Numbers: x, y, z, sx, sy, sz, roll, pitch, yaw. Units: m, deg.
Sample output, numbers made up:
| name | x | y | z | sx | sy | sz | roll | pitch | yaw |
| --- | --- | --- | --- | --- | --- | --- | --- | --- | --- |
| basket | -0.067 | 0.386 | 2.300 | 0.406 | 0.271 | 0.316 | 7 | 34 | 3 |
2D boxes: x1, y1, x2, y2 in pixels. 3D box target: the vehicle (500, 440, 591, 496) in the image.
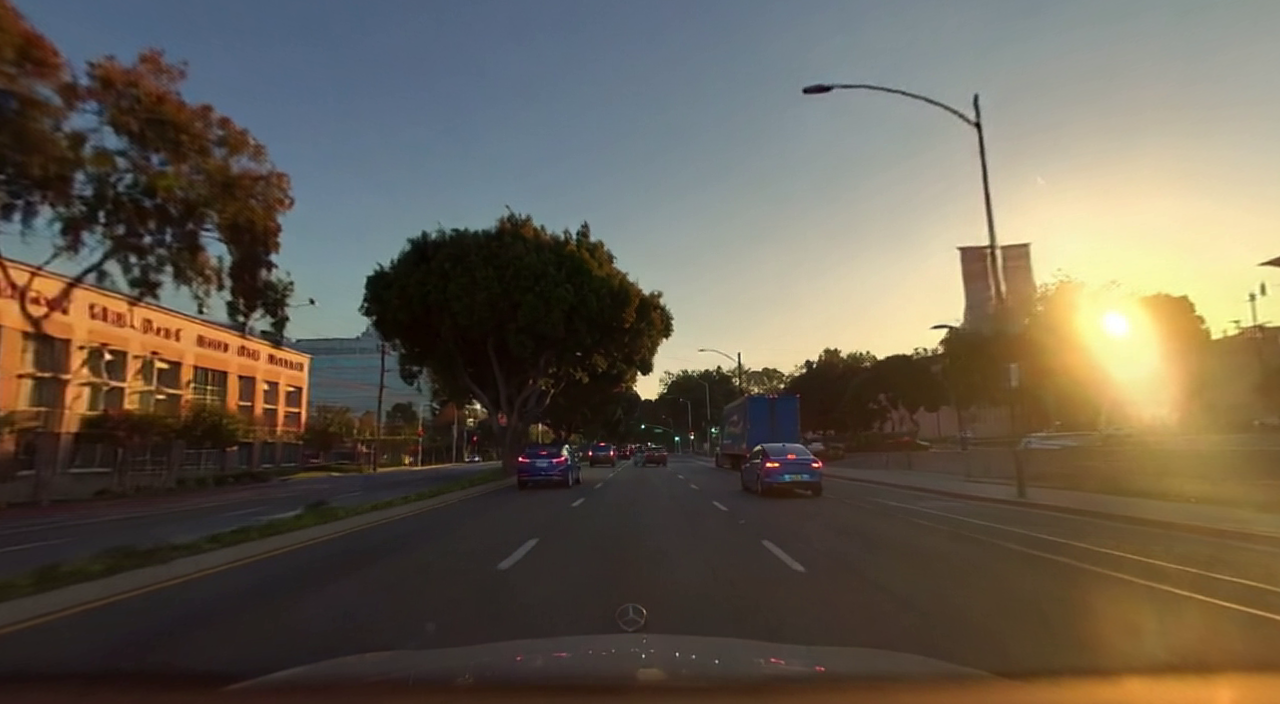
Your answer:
| name | x | y | z | sx | sy | sz | roll | pitch | yaw |
| --- | --- | --- | --- | --- | --- | --- | --- | --- | --- |
| vehicle | -2.763 | 3.502 | 19.474 | 2.003 | 1.509 | 4.396 | -1 | -8 | 2 |

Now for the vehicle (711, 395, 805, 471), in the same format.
| name | x | y | z | sx | sy | sz | roll | pitch | yaw |
| --- | --- | --- | --- | --- | --- | --- | --- | --- | --- |
| vehicle | 7.663 | 5.868 | 44.473 | 3.383 | 4.268 | 17.469 | 0 | -8 | 0 |

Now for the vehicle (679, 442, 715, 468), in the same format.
| name | x | y | z | sx | sy | sz | roll | pitch | yaw |
| --- | --- | --- | --- | --- | --- | --- | --- | --- | --- |
| vehicle | 3.837 | 6.994 | 42.973 | 2.050 | 1.683 | 3.990 | 0 | -8 | 0 |

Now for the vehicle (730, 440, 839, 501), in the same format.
| name | x | y | z | sx | sy | sz | roll | pitch | yaw |
| --- | --- | --- | --- | --- | --- | --- | --- | --- | --- |
| vehicle | 3.805 | 3.201 | 17.428 | 1.972 | 1.452 | 4.189 | 0 | -8 | 0 |

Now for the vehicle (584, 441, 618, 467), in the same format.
| name | x | y | z | sx | sy | sz | roll | pitch | yaw |
| --- | --- | --- | --- | --- | --- | --- | --- | --- | --- |
| vehicle | -2.800 | 7.488 | 46.470 | 2.137 | 1.796 | 4.304 | 0 | -8 | 1 |

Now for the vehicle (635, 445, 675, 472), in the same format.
| name | x | y | z | sx | sy | sz | roll | pitch | yaw |
| --- | --- | --- | --- | --- | --- | --- | --- | --- | --- |
| vehicle | 0.800 | 6.132 | 36.494 | 2.020 | 1.461 | 4.326 | 0 | -8 | -2 |
